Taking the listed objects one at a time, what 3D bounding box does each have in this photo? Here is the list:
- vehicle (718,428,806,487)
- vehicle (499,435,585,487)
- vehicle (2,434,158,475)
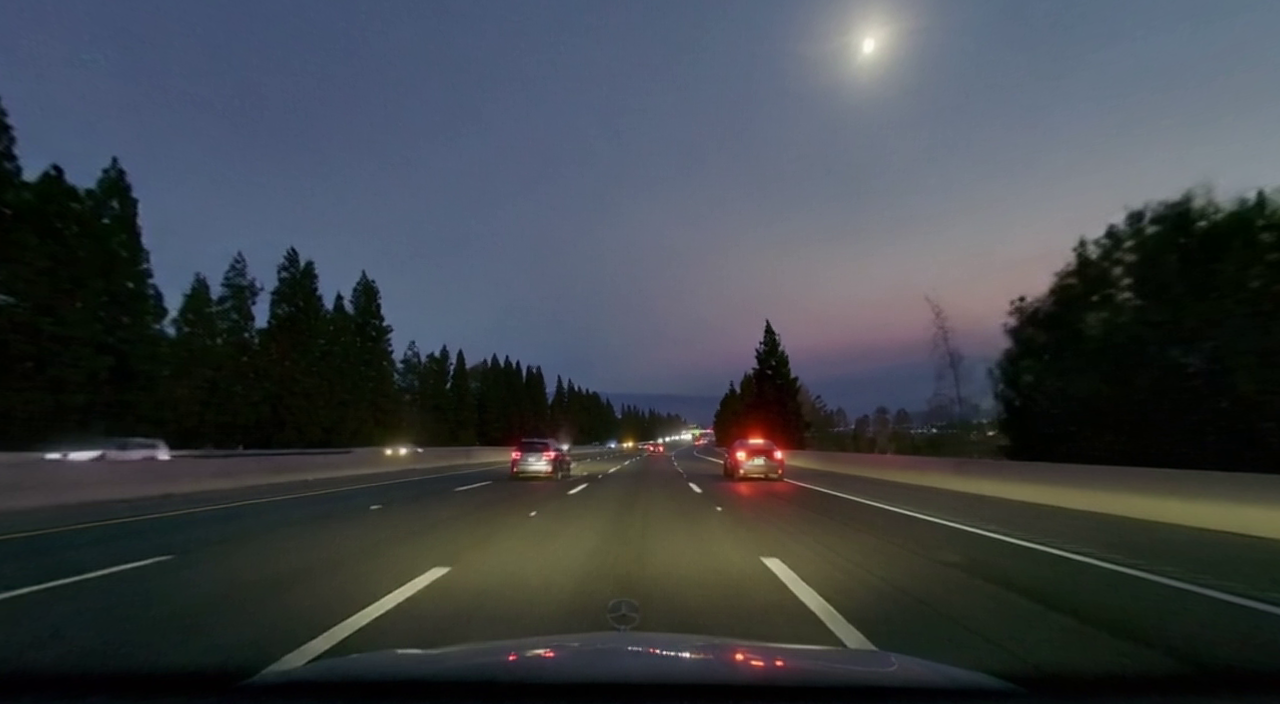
[{"bbox_3d":[4.090,3.627,21.853,2.149,1.796,4.487,0,-8,0],"label":"vehicle"},{"bbox_3d":[-3.244,3.703,21.698,2.166,1.608,4.297,0,-8,2],"label":"vehicle"},{"bbox_3d":[-24.468,4.509,27.790,1.959,1.618,5.251,0,-8,2],"label":"vehicle"}]
